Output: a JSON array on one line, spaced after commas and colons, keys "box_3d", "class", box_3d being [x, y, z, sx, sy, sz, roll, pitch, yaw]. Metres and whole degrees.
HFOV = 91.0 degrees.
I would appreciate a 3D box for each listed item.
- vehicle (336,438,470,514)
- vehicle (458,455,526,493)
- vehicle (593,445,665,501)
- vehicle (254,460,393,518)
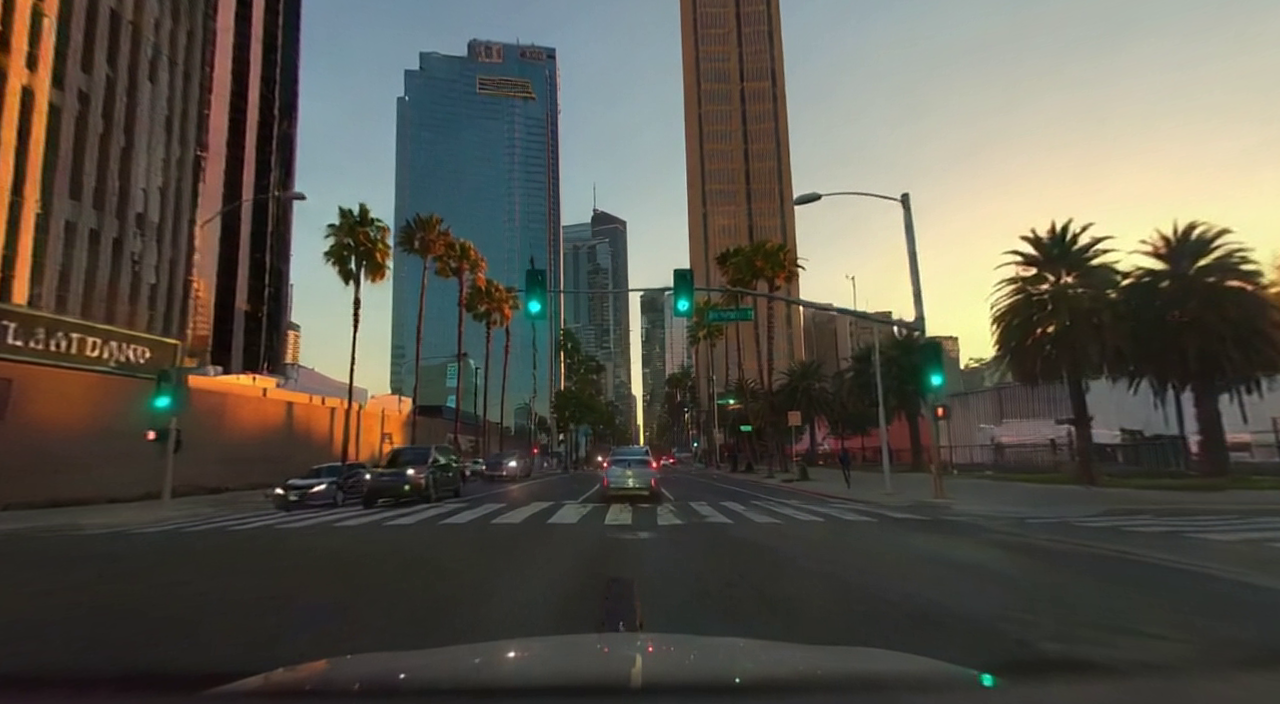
[{"box_3d": [-6.685, 3.520, 18.451, 2.070, 1.893, 4.738, 0, -9, 0], "class": "vehicle"}, {"box_3d": [-6.498, 5.380, 28.199, 1.951, 1.476, 4.452, 0, -9, 0], "class": "vehicle"}, {"box_3d": [-0.354, 3.913, 20.829, 2.145, 1.632, 3.972, 0, -9, -1], "class": "vehicle"}, {"box_3d": [-9.655, 4.164, 19.674, 1.977, 1.475, 4.491, 0, -9, 0], "class": "vehicle"}]
